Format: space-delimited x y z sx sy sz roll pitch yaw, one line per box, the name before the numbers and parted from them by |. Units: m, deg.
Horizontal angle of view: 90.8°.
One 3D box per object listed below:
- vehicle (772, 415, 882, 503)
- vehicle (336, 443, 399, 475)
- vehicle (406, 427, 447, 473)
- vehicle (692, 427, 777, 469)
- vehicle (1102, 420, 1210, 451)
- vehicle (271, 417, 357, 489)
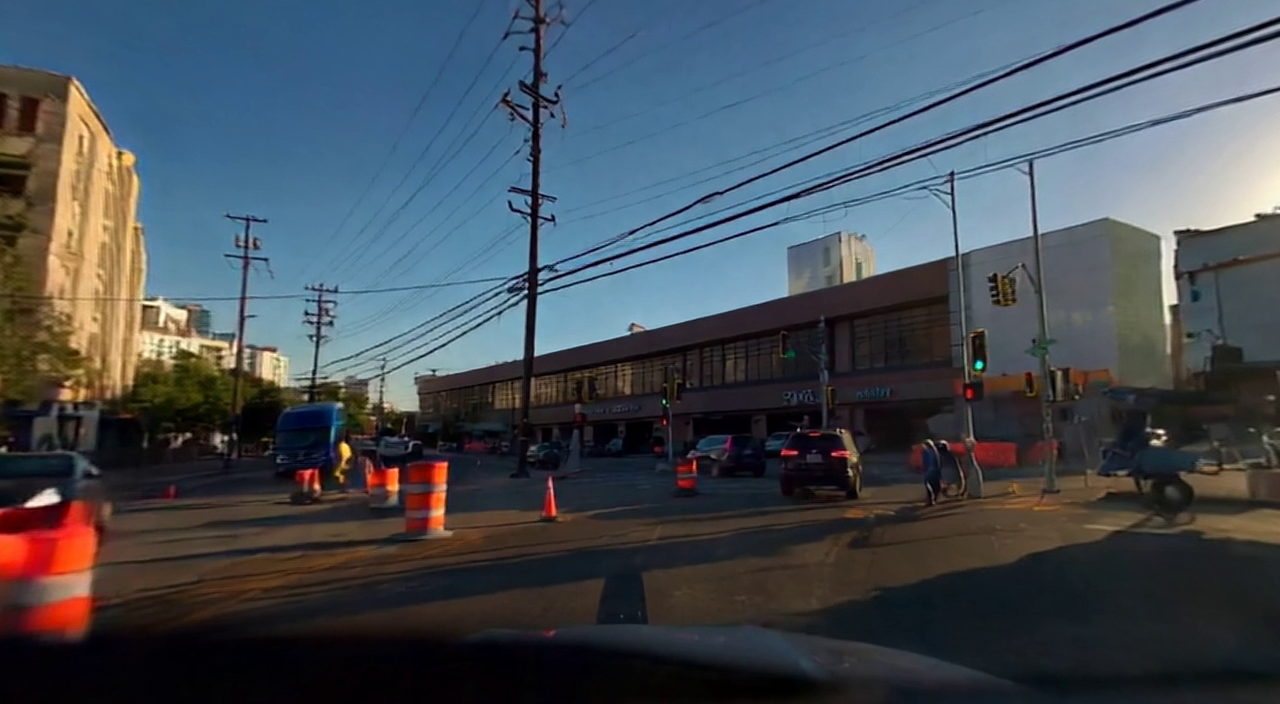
vehicle | 4.982 2.657 16.295 2.256 1.859 5.118 -3 -8 20
vehicle | -16.183 6.356 37.790 2.509 1.731 4.549 1 -8 -11
vehicle | -13.045 5.958 38.775 1.959 2.654 4.078 2 -8 -14
vehicle | 4.628 4.820 31.991 2.206 1.911 5.548 2 -8 -15
vehicle | 29.520 4.796 36.237 1.937 1.688 4.382 7 -10 -41
vehicle | -13.381 4.141 26.179 2.185 2.644 3.306 -2 -8 -9
